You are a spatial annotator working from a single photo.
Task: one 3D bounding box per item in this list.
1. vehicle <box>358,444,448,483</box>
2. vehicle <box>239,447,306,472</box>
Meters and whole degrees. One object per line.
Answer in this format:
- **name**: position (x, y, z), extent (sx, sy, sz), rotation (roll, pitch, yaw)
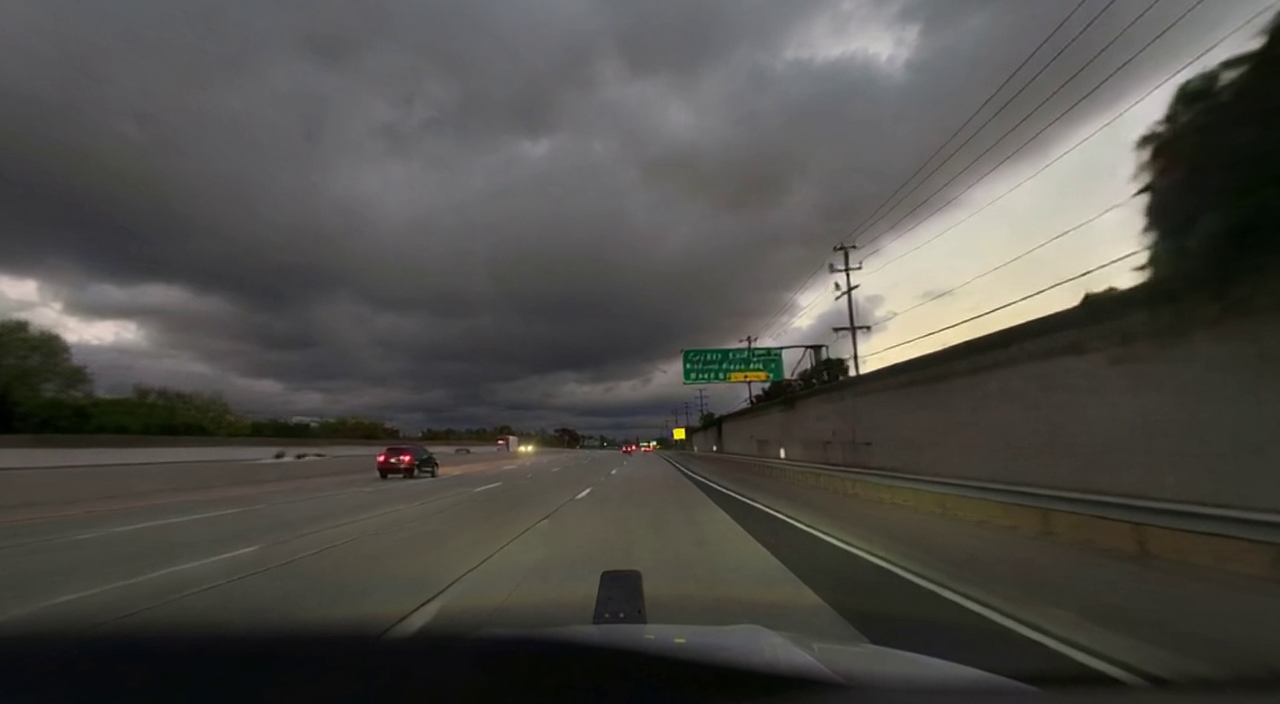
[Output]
- **vehicle**: position (-10.024, 4.724, 27.110), extent (2.056, 1.476, 4.562), rotation (-1, -8, 1)
- **vehicle**: position (-23.312, 6.822, 40.195), extent (1.839, 1.504, 3.977), rotation (-1, -8, 1)
